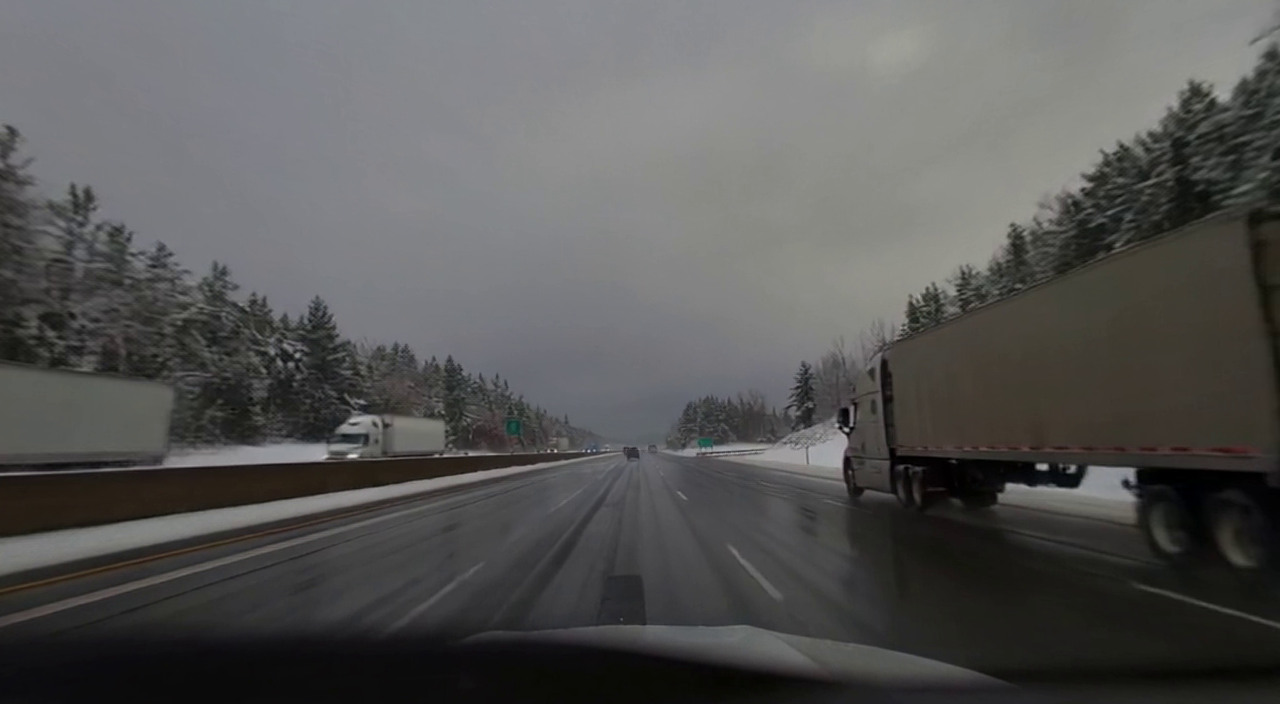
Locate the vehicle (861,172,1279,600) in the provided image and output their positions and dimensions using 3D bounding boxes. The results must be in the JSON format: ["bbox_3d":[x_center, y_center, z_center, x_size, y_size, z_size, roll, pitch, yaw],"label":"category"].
[{"bbox_3d":[6.911,0.981,10.052,2.821,3.681,10.415,0,-9,-1],"label":"vehicle"}]

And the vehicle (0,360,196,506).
[{"bbox_3d":[-19.388,2.152,16.861,2.946,4.056,16.865,0,-9,0],"label":"vehicle"}]

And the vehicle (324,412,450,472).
[{"bbox_3d":[-18.930,7.100,49.288,2.923,3.914,16.640,0,-9,0],"label":"vehicle"}]
